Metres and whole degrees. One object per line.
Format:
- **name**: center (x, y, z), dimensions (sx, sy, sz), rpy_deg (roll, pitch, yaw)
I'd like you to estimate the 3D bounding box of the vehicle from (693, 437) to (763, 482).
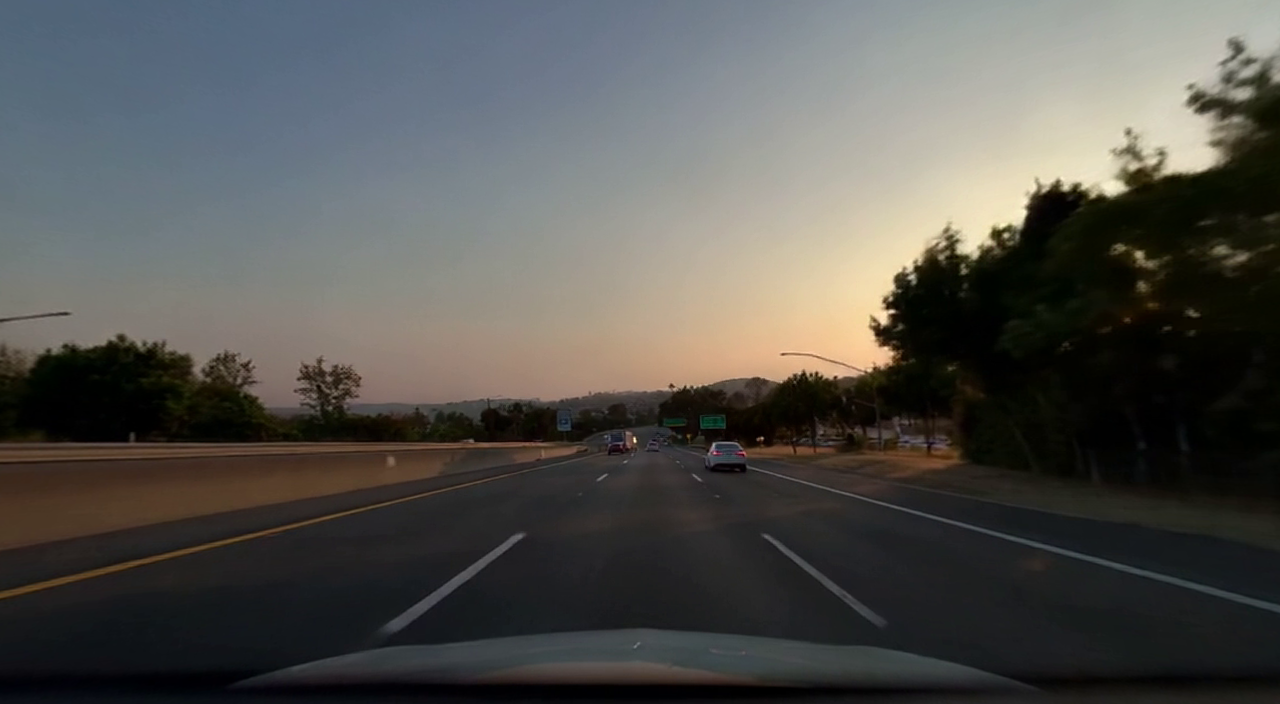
- **vehicle**: center (3.359, 4.221, 25.082), dimensions (2.085, 1.594, 4.848), rpy_deg (0, -9, 0)
